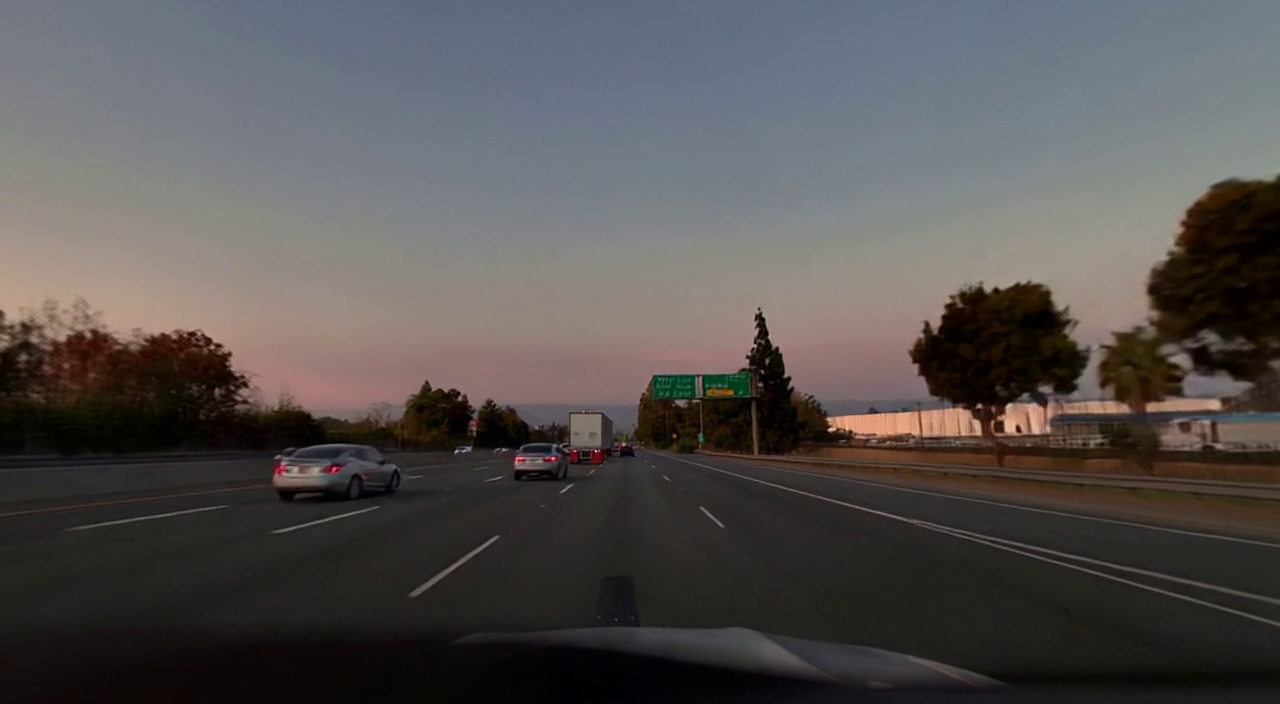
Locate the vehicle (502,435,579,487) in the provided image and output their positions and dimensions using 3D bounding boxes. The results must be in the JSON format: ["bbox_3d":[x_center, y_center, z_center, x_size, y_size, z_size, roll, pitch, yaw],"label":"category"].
[{"bbox_3d":[-3.406,3.844,22.517,2.033,1.669,4.112,0,-9,1],"label":"vehicle"}]

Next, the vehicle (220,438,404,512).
[{"bbox_3d":[-7.584,2.865,15.240,2.026,1.477,4.467,0,-9,0],"label":"vehicle"}]
